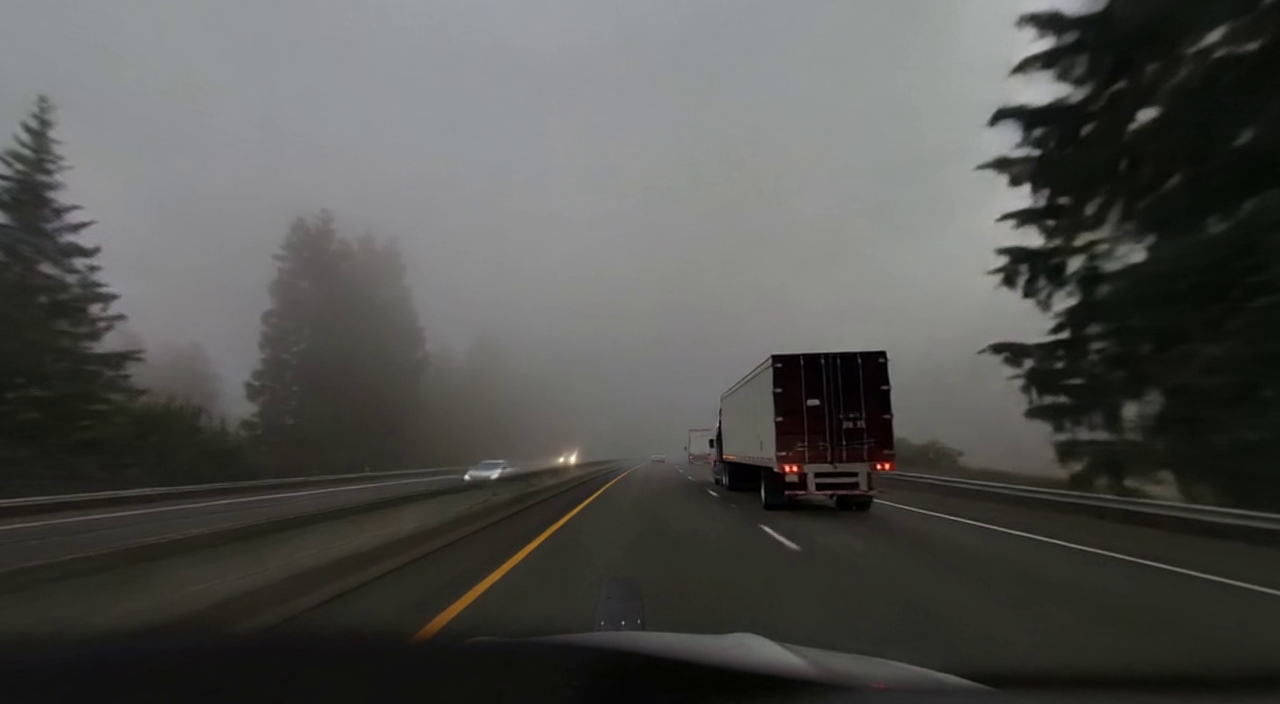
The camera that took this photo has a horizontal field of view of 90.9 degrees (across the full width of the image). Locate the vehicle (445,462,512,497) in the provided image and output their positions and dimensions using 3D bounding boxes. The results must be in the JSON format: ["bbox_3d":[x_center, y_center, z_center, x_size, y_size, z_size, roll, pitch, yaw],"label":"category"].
[{"bbox_3d":[-7.937,6.295,31.503,2.007,1.493,4.671,0,-9,1],"label":"vehicle"}]

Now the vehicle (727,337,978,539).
[{"bbox_3d":[4.516,2.386,16.976,2.866,3.558,11.674,0,-9,1],"label":"vehicle"}]
